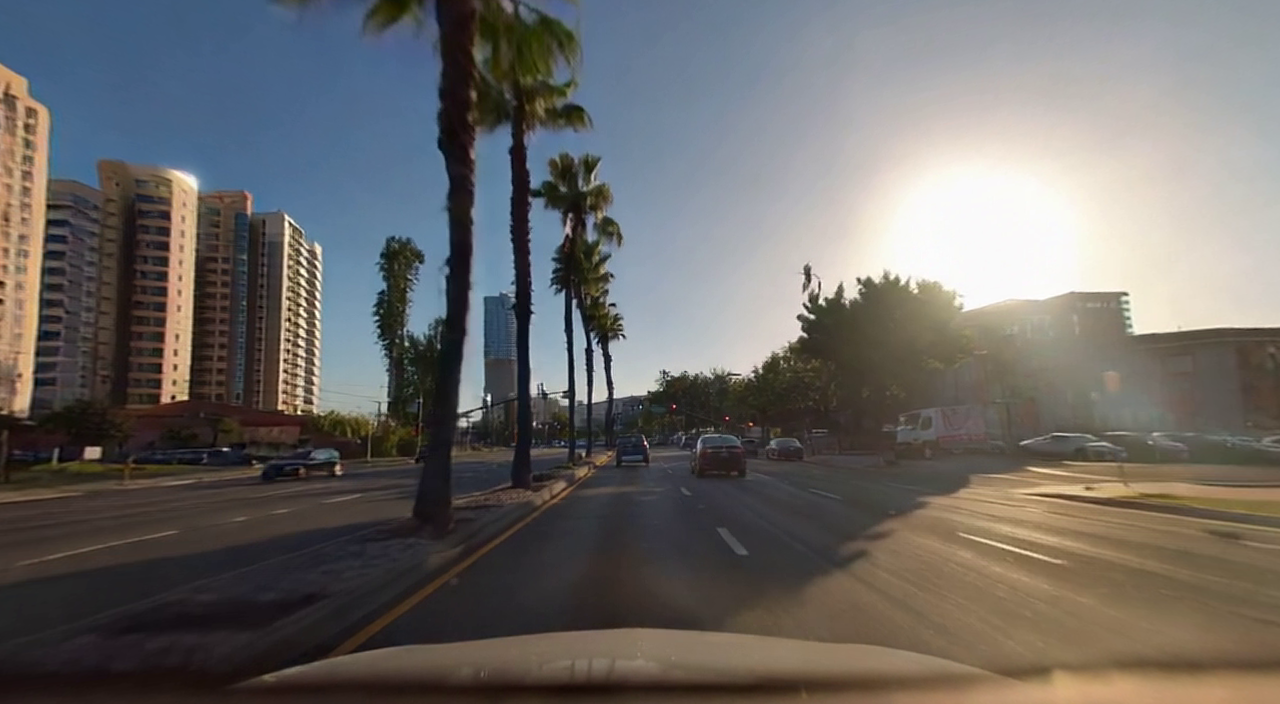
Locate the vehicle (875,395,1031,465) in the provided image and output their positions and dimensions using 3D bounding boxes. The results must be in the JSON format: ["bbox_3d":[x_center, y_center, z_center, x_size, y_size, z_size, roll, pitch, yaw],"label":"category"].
[{"bbox_3d":[17.534,4.424,35.581,7.270,3.743,2.677,1,-8,-3],"label":"vehicle"}]

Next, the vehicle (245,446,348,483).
[{"bbox_3d":[-14.954,4.873,27.727,1.887,1.454,4.588,0,-8,1],"label":"vehicle"}]

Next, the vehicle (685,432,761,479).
[{"bbox_3d":[3.044,3.912,24.079,2.195,1.590,4.668,0,-8,-1],"label":"vehicle"}]

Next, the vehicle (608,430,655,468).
[{"bbox_3d":[-0.421,5.059,32.932,2.277,1.816,4.192,0,-8,-1],"label":"vehicle"}]

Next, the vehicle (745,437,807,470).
[{"bbox_3d":[6.692,5.041,31.441,1.975,1.483,4.769,0,-8,-1],"label":"vehicle"}]
